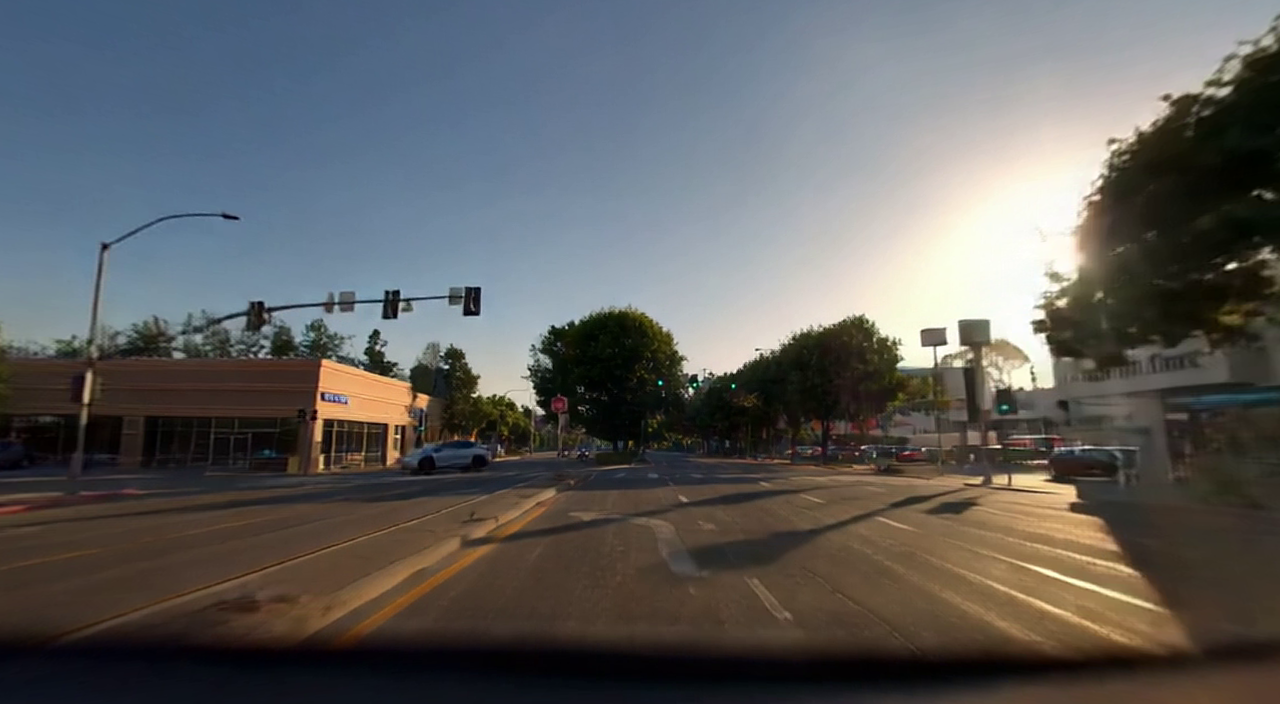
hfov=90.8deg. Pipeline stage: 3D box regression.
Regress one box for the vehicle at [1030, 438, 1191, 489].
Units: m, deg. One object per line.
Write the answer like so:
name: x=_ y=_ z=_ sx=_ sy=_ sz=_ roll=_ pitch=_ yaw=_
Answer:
vehicle: x=22.382 y=5.290 z=30.404 sx=2.195 sy=2.201 sz=5.616 roll=5 pitch=-10 yaw=-28

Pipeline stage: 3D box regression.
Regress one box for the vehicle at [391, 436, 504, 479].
vehicle: x=-8.388 y=4.570 z=27.529 sx=4.408 sy=1.728 sz=2.010 roll=4 pitch=-9 yaw=-24
